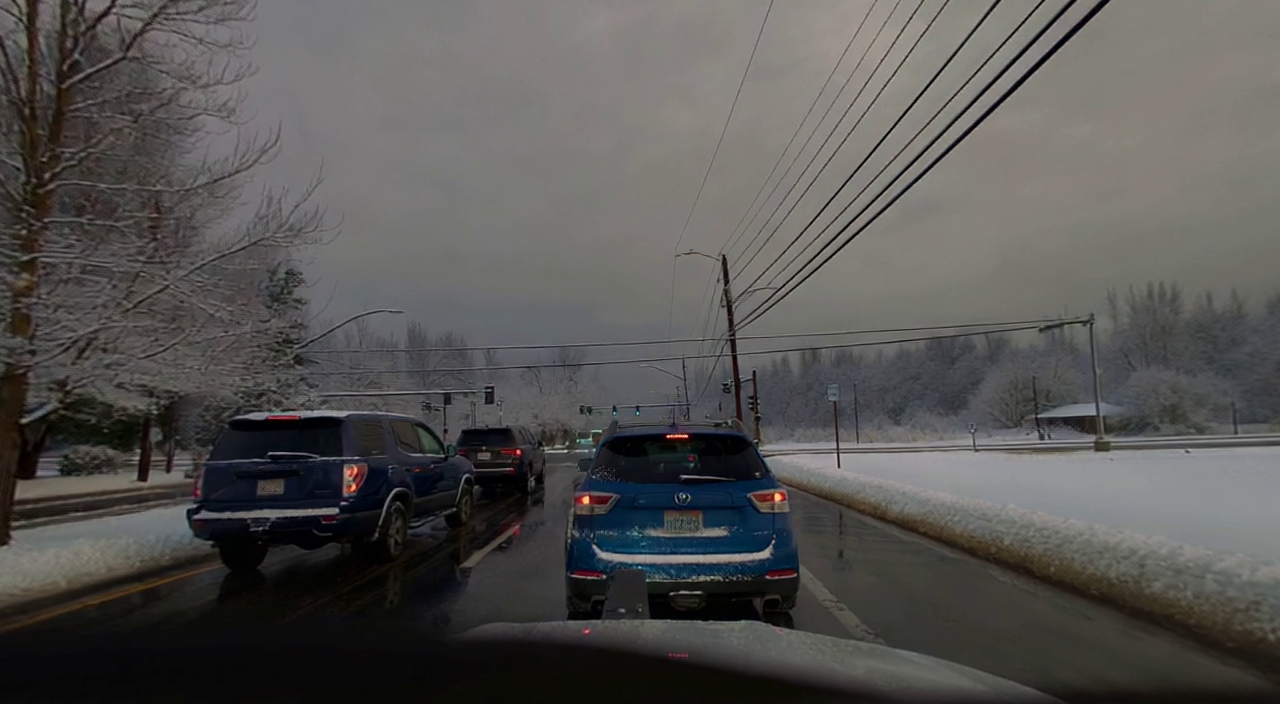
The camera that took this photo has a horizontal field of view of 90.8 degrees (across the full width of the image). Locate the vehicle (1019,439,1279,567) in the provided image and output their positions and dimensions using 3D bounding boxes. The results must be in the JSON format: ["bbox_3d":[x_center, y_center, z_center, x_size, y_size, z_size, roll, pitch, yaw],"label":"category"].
[{"bbox_3d":[8.392,2.158,9.925,1.993,1.508,4.521,0,-9,-1],"label":"vehicle"}]

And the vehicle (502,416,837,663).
[{"bbox_3d":[0.118,1.450,5.953,2.056,1.487,4.003,0,-9,-2],"label":"vehicle"}]

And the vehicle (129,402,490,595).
[{"bbox_3d":[-3.470,1.631,7.865,2.105,1.706,4.337,0,-9,0],"label":"vehicle"}]
